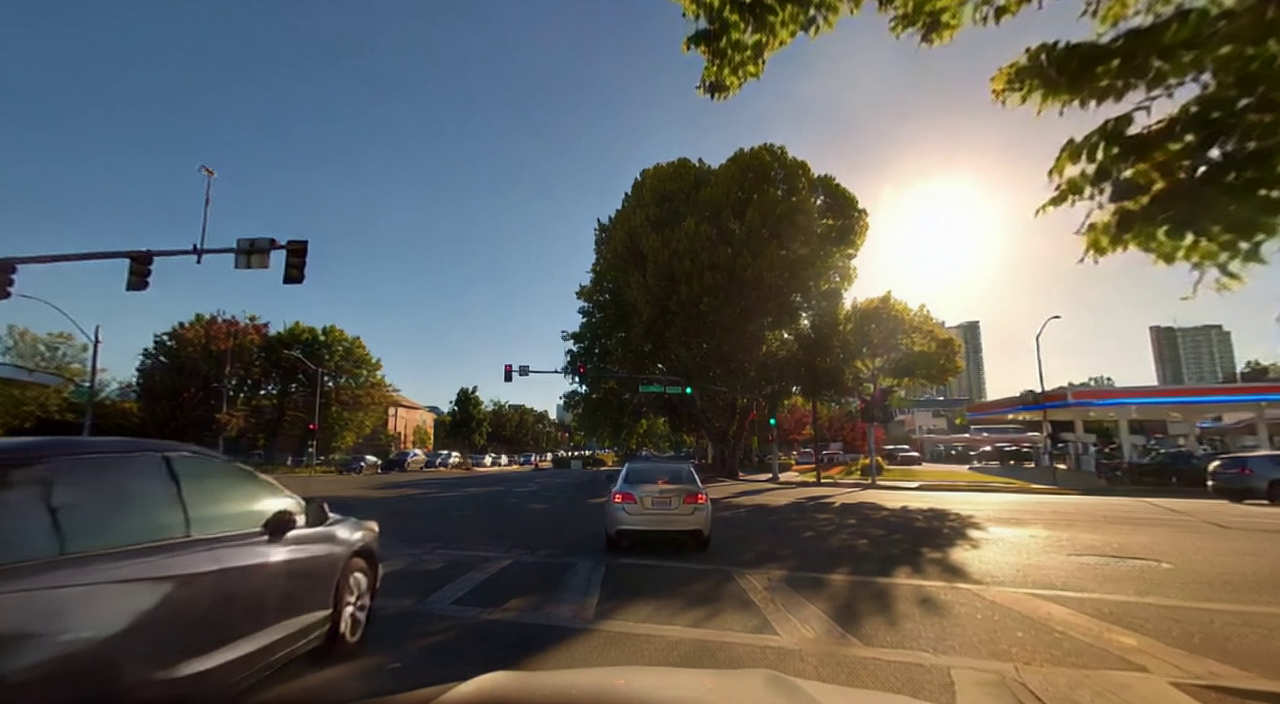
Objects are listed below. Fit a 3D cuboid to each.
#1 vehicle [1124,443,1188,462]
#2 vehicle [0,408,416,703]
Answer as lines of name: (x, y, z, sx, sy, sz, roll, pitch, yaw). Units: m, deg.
vehicle: (40.480, 7.877, 49.497, 3.518, 1.433, 1.763, 1, -9, -5)
vehicle: (-3.022, 1.108, 3.179, 2.041, 1.483, 4.533, 0, -9, 1)
